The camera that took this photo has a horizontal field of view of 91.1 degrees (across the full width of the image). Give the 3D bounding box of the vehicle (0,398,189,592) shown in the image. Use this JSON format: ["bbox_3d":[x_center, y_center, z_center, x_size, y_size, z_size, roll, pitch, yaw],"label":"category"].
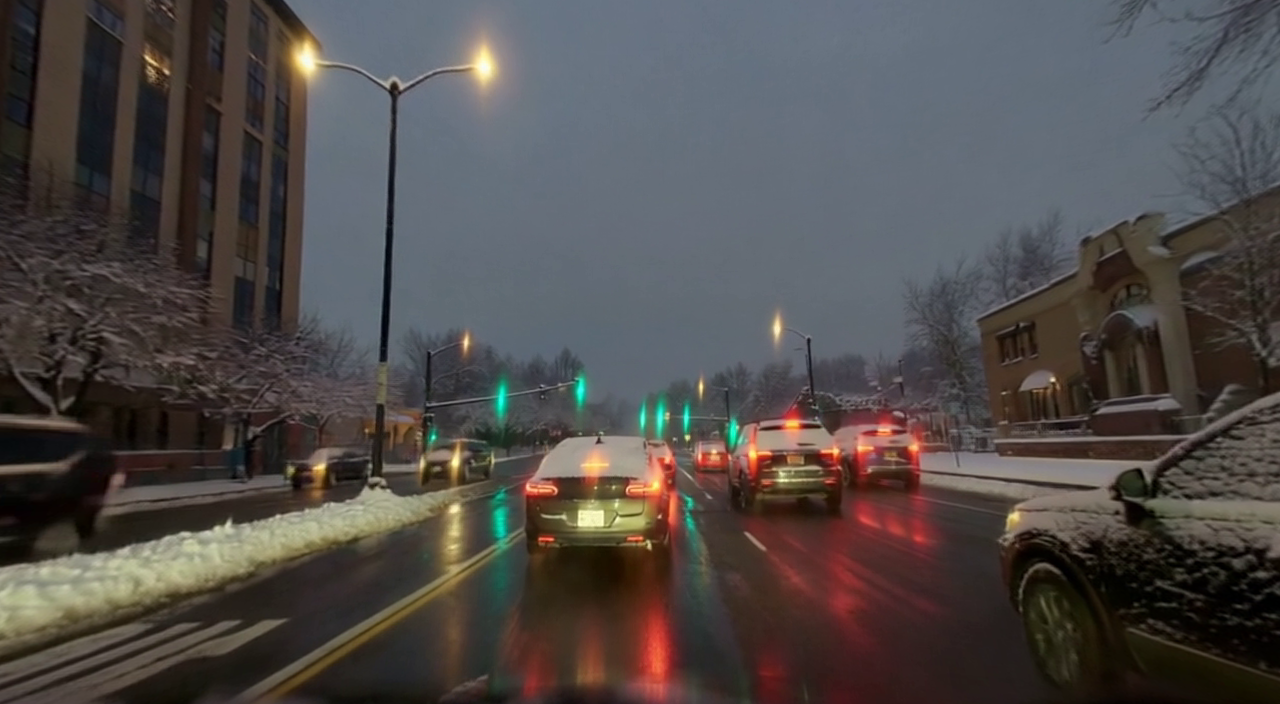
[{"bbox_3d":[-8.958,1.644,7.125,2.815,2.263,6.416,0,-8,1],"label":"vehicle"}]

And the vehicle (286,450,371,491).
[{"bbox_3d":[-16.093,6.100,32.735,2.010,1.964,4.541,0,-8,1],"label":"vehicle"}]

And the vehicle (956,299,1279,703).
[{"bbox_3d":[3.211,0.805,2.155,1.982,1.960,4.427,0,-8,1],"label":"vehicle"}]

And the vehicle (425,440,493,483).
[{"bbox_3d":[-9.057,5.477,31.781,1.979,1.987,4.542,0,-8,1],"label":"vehicle"}]

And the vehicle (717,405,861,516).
[{"bbox_3d":[3.734,2.886,17.145,2.516,2.481,5.766,0,-8,0],"label":"vehicle"}]

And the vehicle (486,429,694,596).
[{"bbox_3d":[-0.475,1.932,8.468,2.111,1.676,4.018,0,-8,1],"label":"vehicle"}]

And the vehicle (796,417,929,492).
[{"bbox_3d":[7.366,3.487,21.591,2.627,2.252,5.236,0,-8,0],"label":"vehicle"}]
